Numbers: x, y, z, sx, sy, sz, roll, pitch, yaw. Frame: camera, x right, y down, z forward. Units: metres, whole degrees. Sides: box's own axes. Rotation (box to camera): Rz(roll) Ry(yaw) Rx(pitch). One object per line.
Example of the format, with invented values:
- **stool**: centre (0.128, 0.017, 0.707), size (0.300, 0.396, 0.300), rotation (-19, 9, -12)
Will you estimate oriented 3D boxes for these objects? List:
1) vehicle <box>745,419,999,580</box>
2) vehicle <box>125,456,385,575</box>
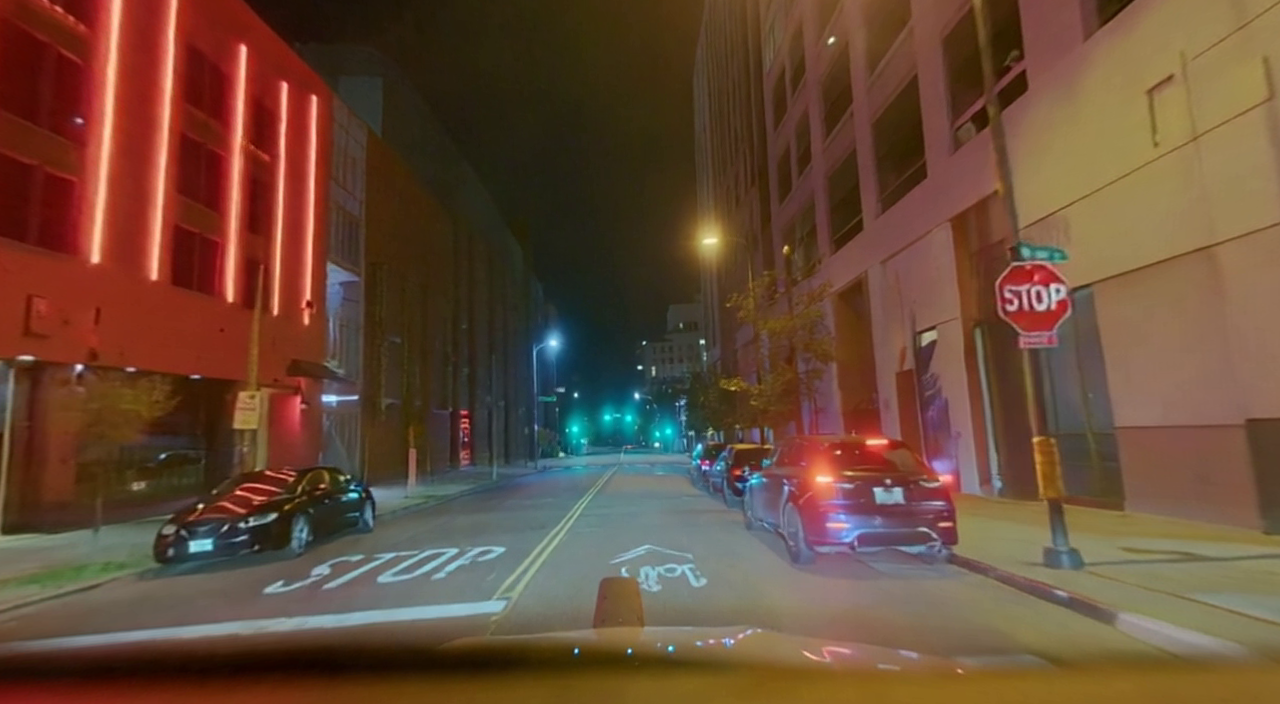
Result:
- **vehicle**: centre (2.832, 1.909, 9.003), size (1.917, 1.680, 4.500), rotation (0, -9, 0)
- **vehicle**: centre (-5.764, 2.434, 10.165), size (1.864, 1.447, 3.887), rotation (0, -9, -3)
